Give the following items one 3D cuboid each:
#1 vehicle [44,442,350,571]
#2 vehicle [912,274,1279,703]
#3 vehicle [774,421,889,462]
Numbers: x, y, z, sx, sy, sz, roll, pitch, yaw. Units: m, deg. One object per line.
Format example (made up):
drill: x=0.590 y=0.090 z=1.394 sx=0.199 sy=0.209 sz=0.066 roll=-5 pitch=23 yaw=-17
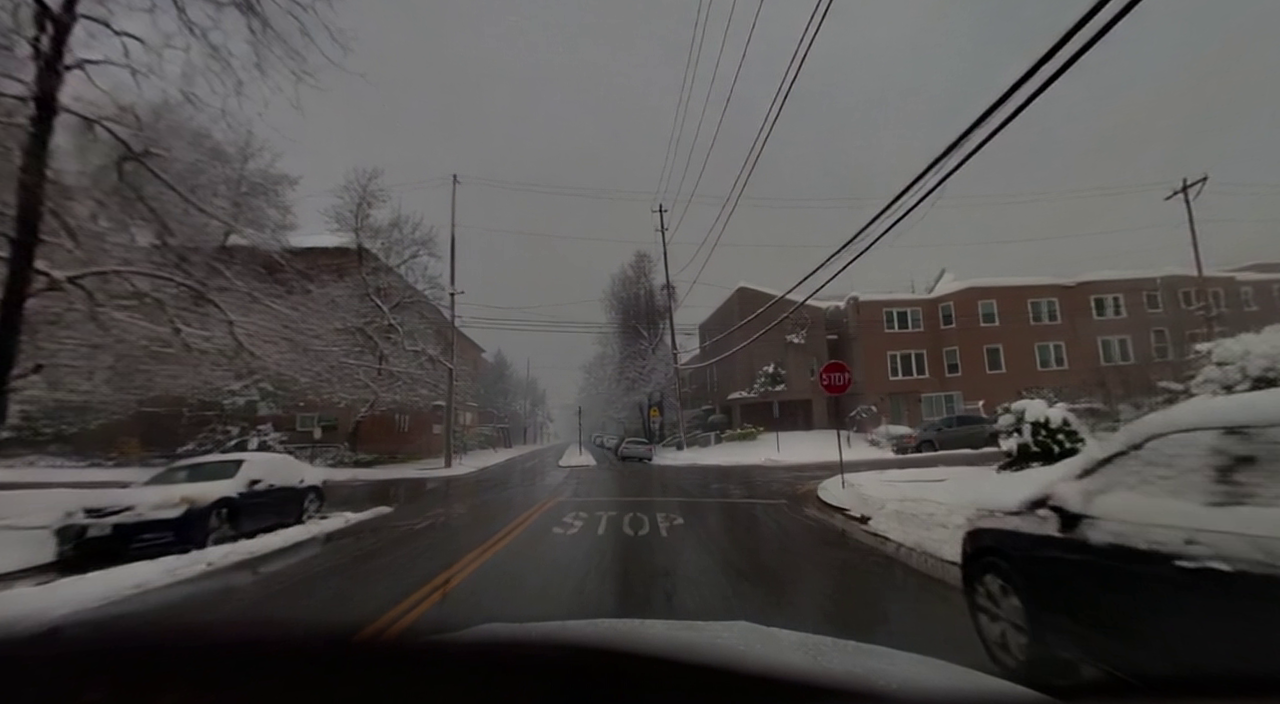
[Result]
vehicle: x=-6.812 y=2.334 z=10.518 sx=1.922 sy=1.505 sz=4.502 roll=-3 pitch=-8 yaw=-1
vehicle: x=3.400 y=0.810 z=2.626 sx=2.300 sy=1.913 sz=4.896 roll=4 pitch=-8 yaw=-1
vehicle: x=9.224 y=4.354 z=30.673 sx=4.877 sy=1.755 sz=1.918 roll=0 pitch=-10 yaw=-9
